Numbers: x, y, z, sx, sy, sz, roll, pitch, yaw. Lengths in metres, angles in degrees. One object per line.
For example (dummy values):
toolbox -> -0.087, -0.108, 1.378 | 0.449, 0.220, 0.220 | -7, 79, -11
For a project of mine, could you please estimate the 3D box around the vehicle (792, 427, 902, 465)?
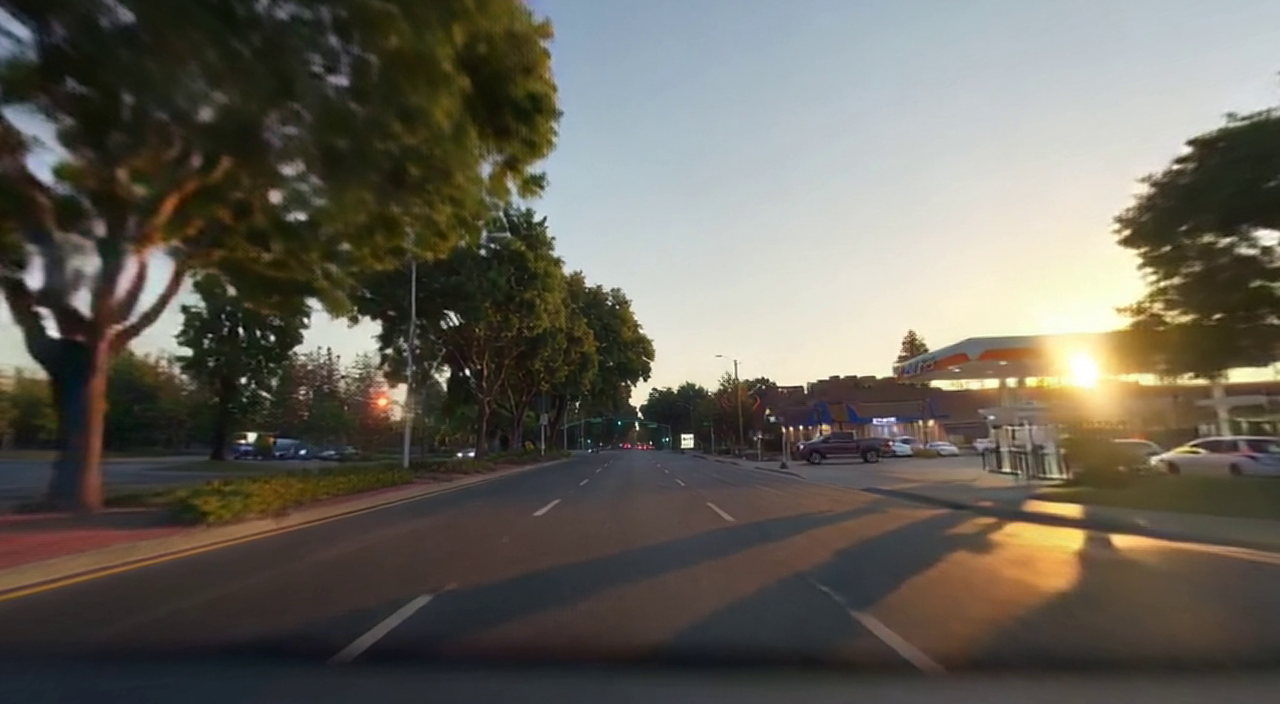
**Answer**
vehicle -> 13.089, 5.983, 40.283 | 6.063, 2.313, 2.534 | 0, -8, 1

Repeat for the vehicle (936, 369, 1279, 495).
vehicle -> 14.228, 2.422, 18.971 | 9.127, 3.409, 2.992 | 0, -8, -2
